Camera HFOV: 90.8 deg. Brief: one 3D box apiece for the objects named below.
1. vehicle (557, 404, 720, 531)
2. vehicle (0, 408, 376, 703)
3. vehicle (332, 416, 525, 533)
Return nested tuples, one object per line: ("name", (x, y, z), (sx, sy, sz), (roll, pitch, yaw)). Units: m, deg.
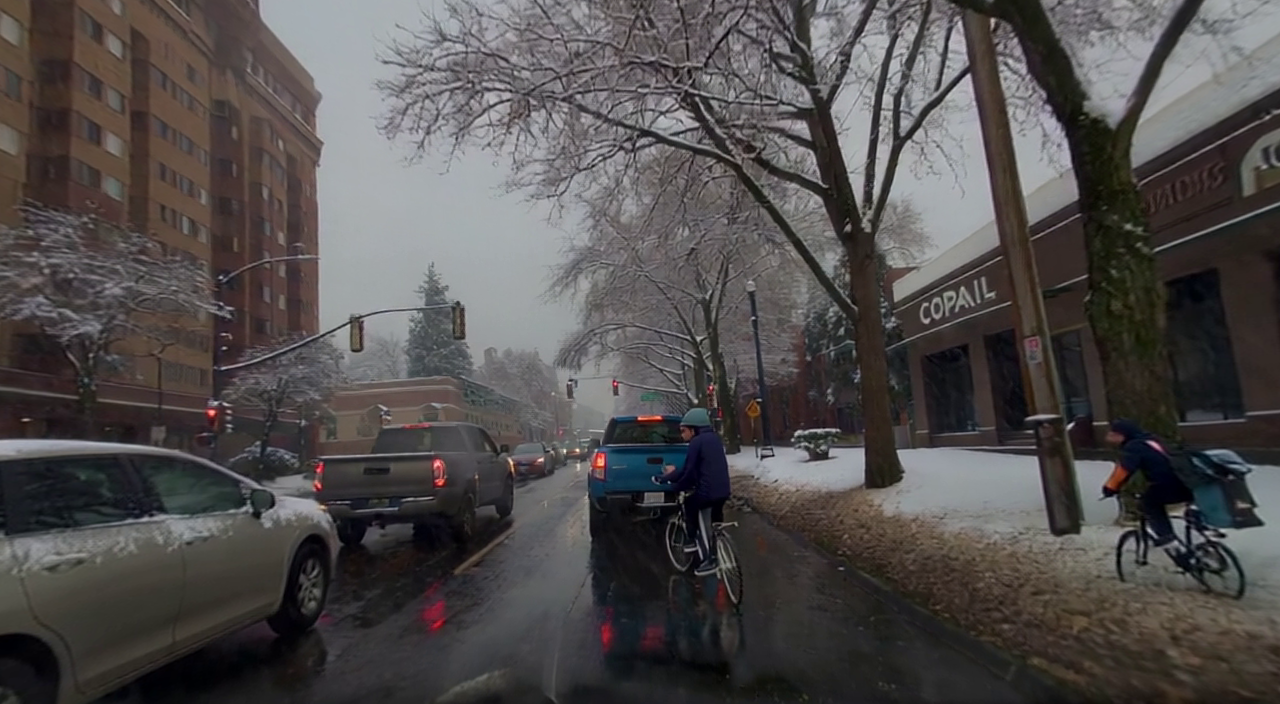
("vehicle", (-0.074, 2.101, 12.025), (2.426, 1.882, 5.027), (0, -9, -1))
("vehicle", (-3.572, 1.184, 3.875), (2.064, 1.486, 4.140), (0, -9, 1))
("vehicle", (-3.611, 2.196, 11.836), (2.046, 1.750, 4.452), (0, -9, 0))
